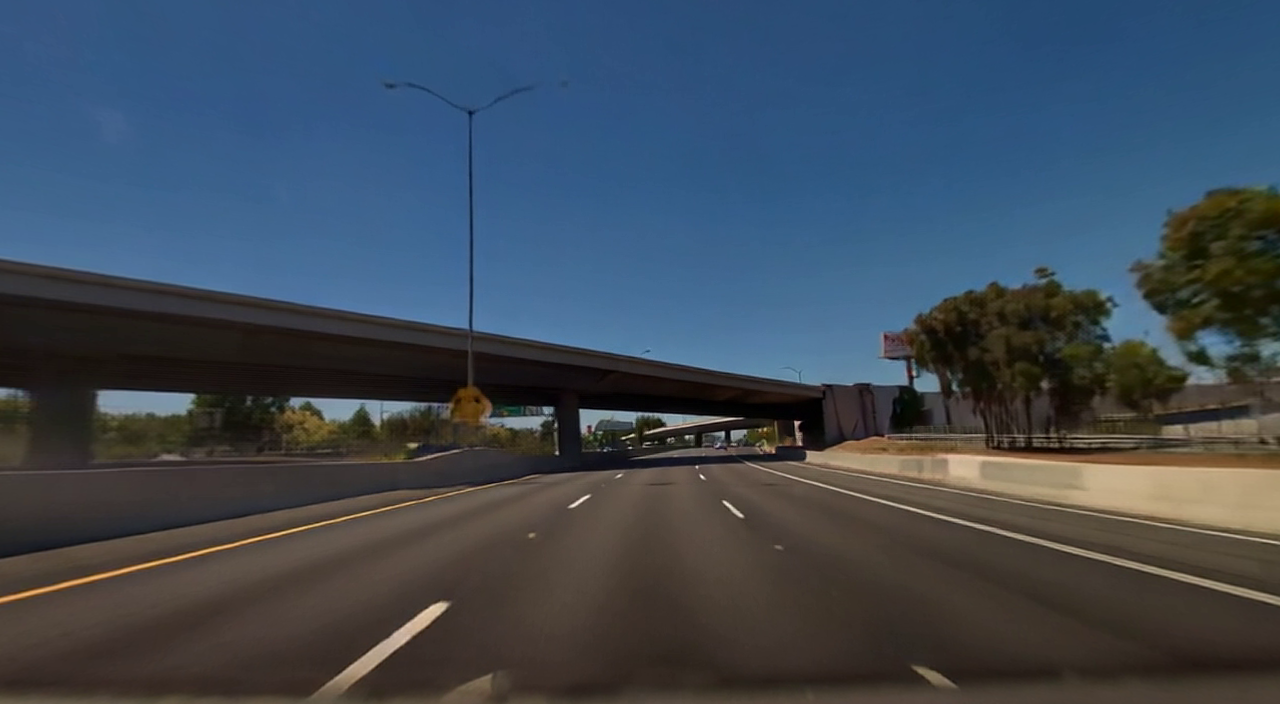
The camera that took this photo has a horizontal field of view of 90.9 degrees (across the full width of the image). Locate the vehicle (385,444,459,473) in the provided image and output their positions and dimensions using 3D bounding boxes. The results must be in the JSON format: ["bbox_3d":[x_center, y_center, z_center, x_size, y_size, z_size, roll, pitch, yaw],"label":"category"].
[{"bbox_3d":[-14.313,7.017,41.880,2.310,1.742,5.997,-1,-9,5],"label":"vehicle"}]
